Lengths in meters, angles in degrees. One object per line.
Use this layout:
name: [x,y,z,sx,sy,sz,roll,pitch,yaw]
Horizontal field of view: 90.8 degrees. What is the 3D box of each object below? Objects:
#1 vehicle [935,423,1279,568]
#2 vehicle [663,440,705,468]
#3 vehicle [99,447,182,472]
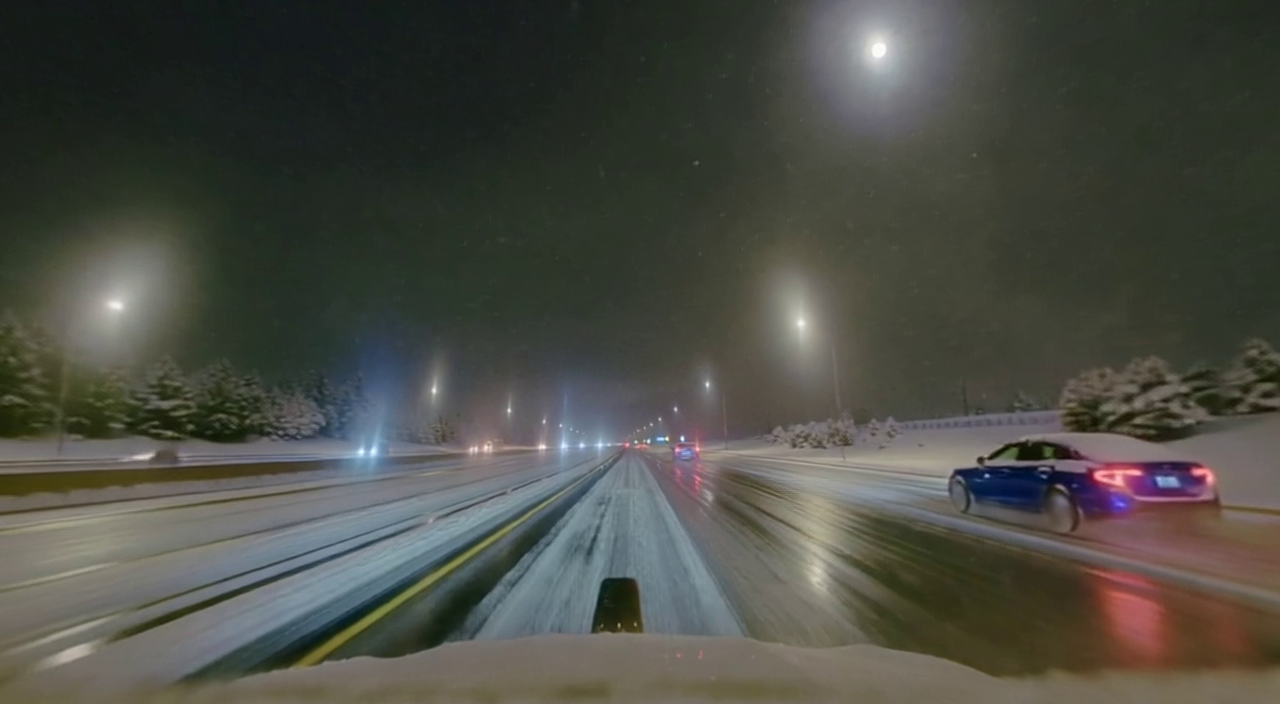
vehicle: [6.720,1.900,9.313,2.227,1.522,5.041,0,-8,-1]
vehicle: [2.639,6.254,38.963,2.270,1.615,3.770,0,-8,-1]
vehicle: [-36.464,7.832,46.304,2.247,1.650,4.739,0,-8,0]
